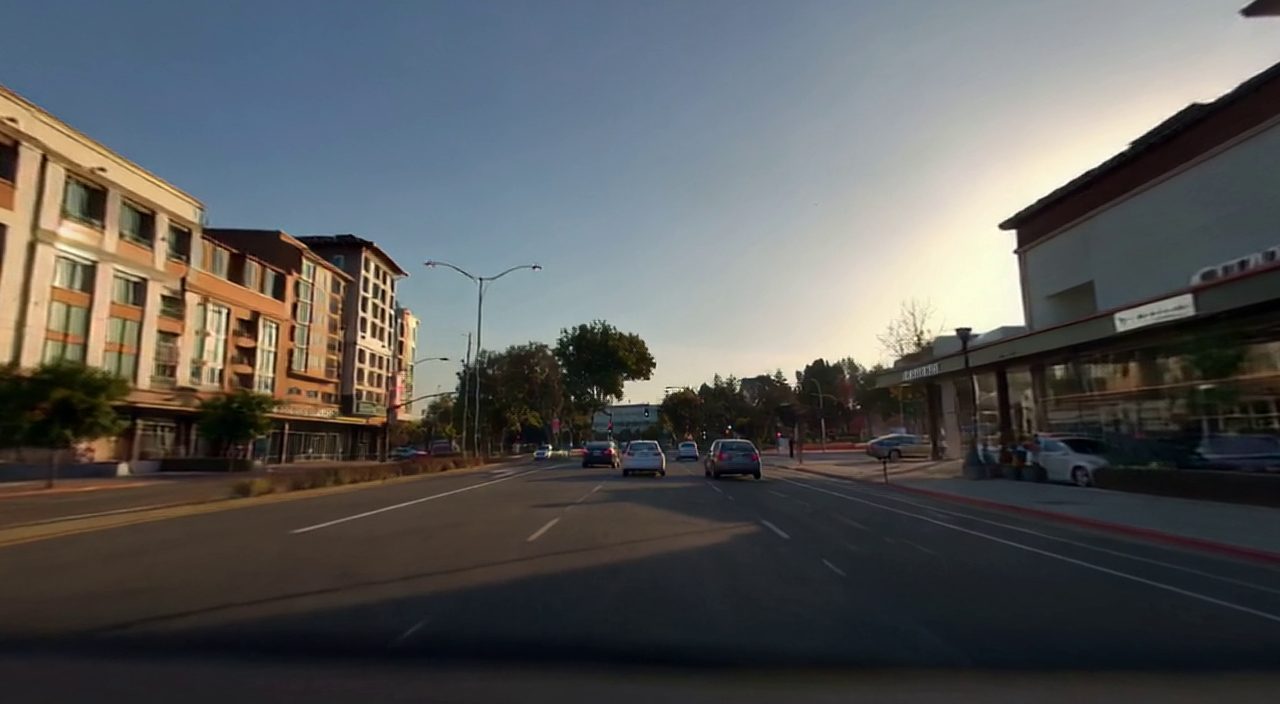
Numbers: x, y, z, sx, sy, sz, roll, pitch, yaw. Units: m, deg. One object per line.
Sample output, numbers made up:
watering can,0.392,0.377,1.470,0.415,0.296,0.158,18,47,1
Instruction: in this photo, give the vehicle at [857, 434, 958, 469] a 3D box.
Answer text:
vehicle,15.174,5.652,35.952,4.775,1.728,1.996,-2,-9,0

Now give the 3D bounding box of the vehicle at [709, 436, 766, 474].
vehicle,4.590,4.908,30.256,2.007,1.683,4.171,0,-8,-1

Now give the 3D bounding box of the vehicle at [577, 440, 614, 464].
vehicle,-2.955,6.733,42.477,2.029,1.482,4.591,-1,-8,2

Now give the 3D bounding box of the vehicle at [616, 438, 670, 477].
vehicle,0.152,4.327,26.046,2.059,1.477,3.988,0,-8,1

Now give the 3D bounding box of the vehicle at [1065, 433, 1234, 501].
vehicle,13.991,3.083,17.294,4.232,1.627,2.054,5,-10,-29

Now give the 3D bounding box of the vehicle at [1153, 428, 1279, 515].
vehicle,14.013,2.610,14.233,4.288,1.695,2.014,4,-9,-27
